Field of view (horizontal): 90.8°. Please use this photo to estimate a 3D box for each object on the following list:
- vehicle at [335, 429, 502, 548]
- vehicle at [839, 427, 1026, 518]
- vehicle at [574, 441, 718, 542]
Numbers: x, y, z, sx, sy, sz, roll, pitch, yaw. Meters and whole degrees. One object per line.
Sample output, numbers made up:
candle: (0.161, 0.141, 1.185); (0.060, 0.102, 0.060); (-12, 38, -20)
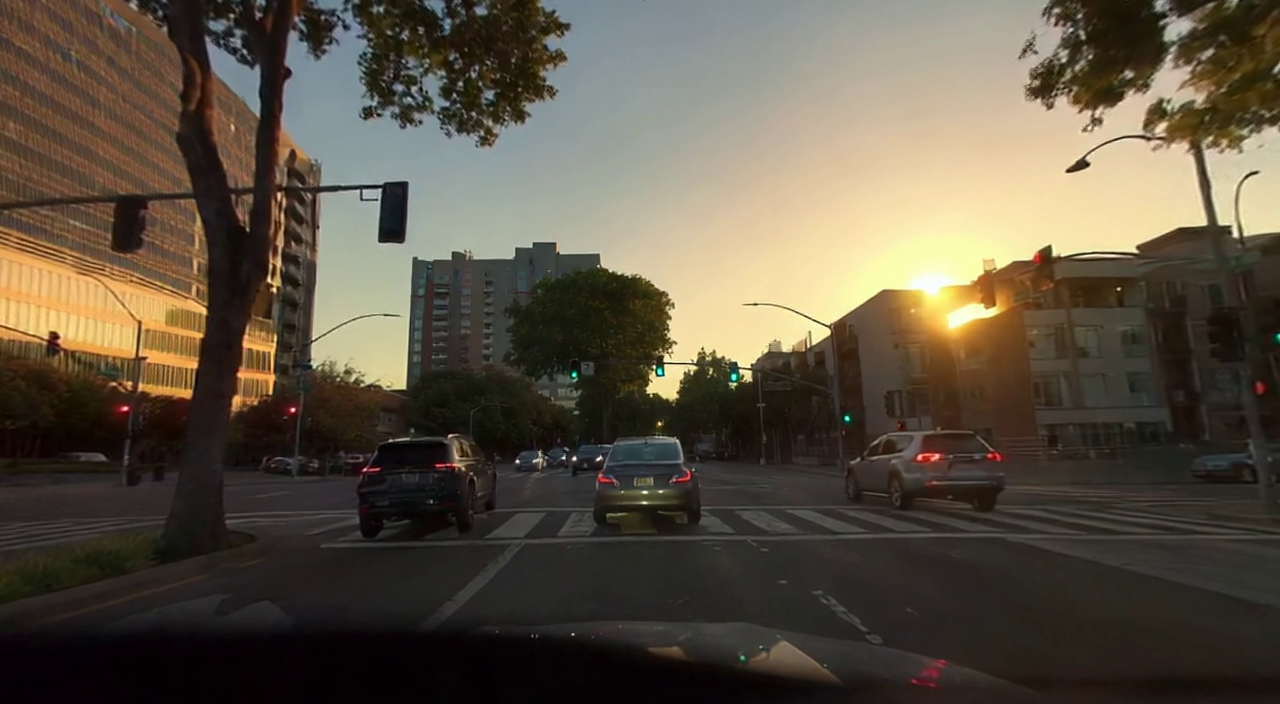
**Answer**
vehicle: (-3.762, 2.342, 11.634); (2.081, 1.719, 4.434); (1, -9, -9)
vehicle: (6.825, 2.868, 15.629); (2.079, 1.828, 5.323); (0, -8, 0)
vehicle: (0.080, 2.428, 11.655); (2.190, 1.522, 3.850); (0, -8, 0)
